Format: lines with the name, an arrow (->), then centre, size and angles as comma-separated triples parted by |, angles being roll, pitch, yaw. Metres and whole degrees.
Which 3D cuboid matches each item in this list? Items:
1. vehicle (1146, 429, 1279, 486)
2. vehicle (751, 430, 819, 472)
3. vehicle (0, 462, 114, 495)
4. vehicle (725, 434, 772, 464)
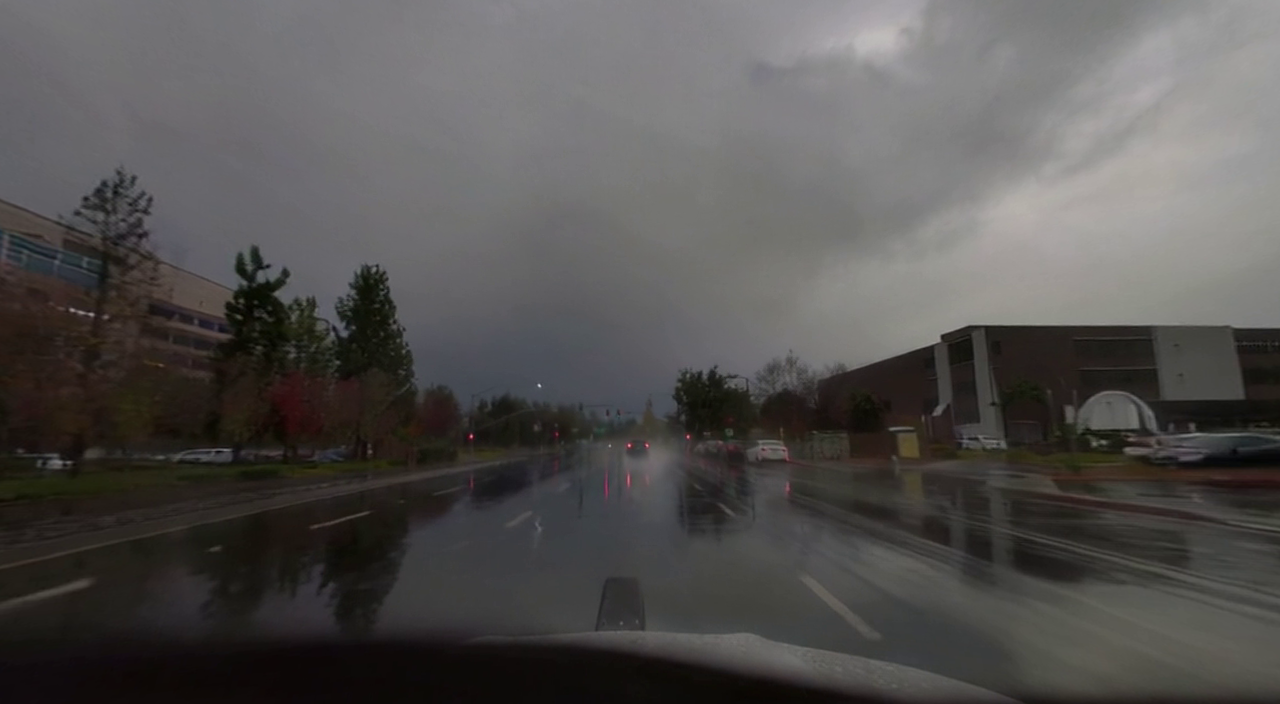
vehicle -> 18.067, 3.197, 19.278 | 3.923, 1.575, 1.882 | 2, -9, -12
vehicle -> 6.625, 4.599, 29.462 | 1.985, 1.758, 4.523 | 0, -9, -1
vehicle -> -32.934, 7.085, 35.610 | 4.705, 1.627, 2.017 | 5, -10, -31
vehicle -> 6.571, 5.945, 38.742 | 1.924, 1.721, 4.514 | 0, -8, -1
